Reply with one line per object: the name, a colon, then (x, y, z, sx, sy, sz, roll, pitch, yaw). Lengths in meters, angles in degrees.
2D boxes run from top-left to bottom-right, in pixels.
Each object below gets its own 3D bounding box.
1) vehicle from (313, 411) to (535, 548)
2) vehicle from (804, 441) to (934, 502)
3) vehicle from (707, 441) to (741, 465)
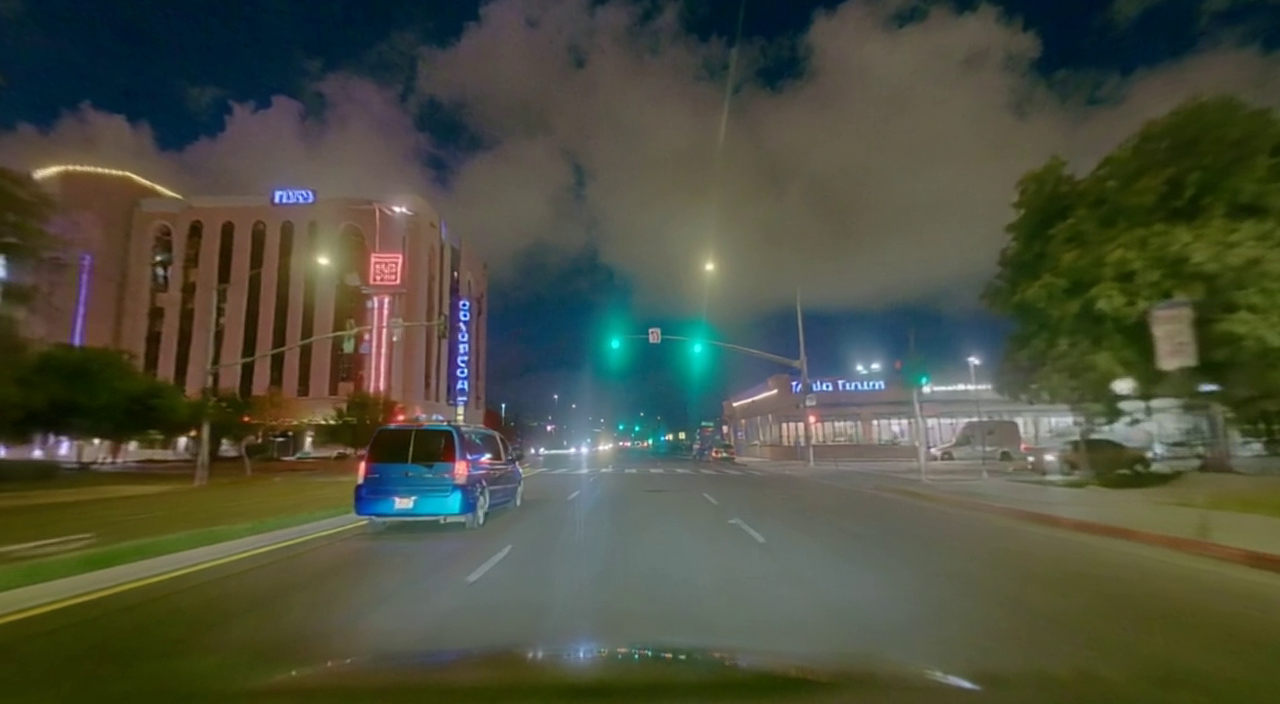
vehicle: (-3.054, 1.891, 9.898, 2.080, 1.722, 3.766, 0, -8, 1)
vehicle: (6.459, 3.398, 18.440, 1.967, 1.534, 4.683, 0, -8, -1)
vehicle: (6.355, 7.661, 47.986, 1.942, 1.753, 4.912, 0, -8, 0)
